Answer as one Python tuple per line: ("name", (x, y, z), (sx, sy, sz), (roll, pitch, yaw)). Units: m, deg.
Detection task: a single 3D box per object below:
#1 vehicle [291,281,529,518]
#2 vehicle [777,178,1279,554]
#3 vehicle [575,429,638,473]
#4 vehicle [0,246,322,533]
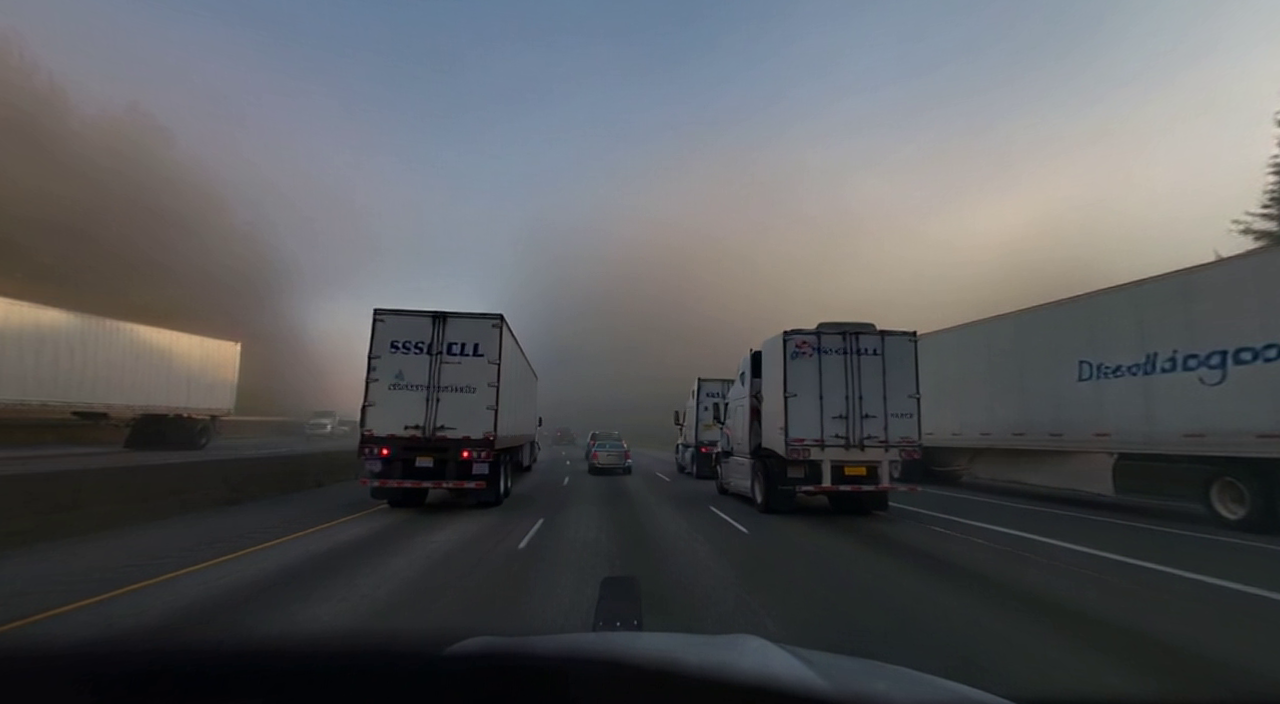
("vehicle", (-4.420, 1.308, 14.522), (2.822, 3.788, 8.799), (1, -8, -5))
("vehicle", (7.486, 0.421, 9.074), (2.820, 4.084, 13.786), (4, -8, -25))
("vehicle", (-1.395, 3.758, 24.203), (2.060, 1.540, 4.374), (1, -8, -8))
("vehicle", (-10.834, 0.486, 8.654), (2.867, 4.125, 14.026), (-2, -8, 14))
